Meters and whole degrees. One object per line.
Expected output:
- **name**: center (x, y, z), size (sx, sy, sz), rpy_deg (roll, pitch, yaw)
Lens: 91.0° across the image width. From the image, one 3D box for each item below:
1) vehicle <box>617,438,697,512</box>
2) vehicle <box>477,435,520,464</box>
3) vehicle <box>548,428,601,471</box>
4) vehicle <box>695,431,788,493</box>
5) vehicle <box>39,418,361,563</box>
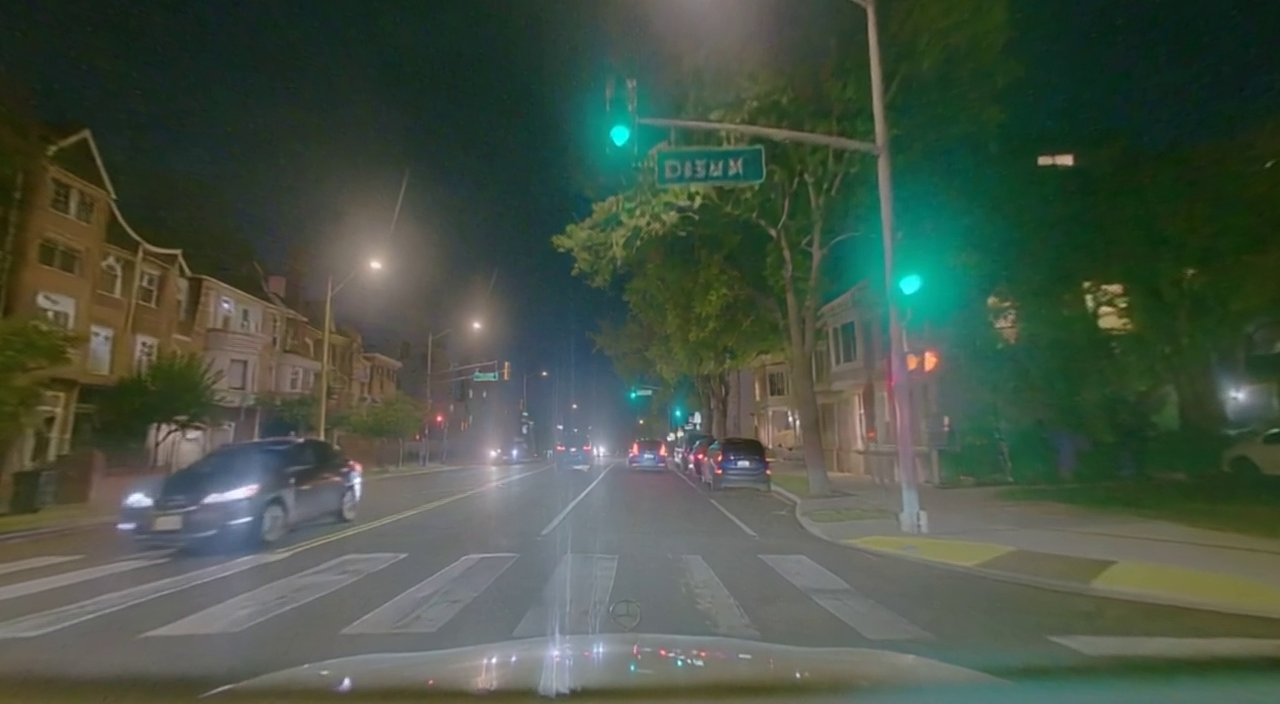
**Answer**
- **vehicle**: center (0.286, 2.654, 14.066), size (1.485, 1.385, 3.283), rpy_deg (2, -8, -3)
- **vehicle**: center (-9.348, 6.424, 41.861), size (1.850, 1.720, 4.237), rpy_deg (-2, -8, 0)
- **vehicle**: center (-2.971, 4.521, 29.380), size (1.983, 1.841, 4.013), rpy_deg (0, -8, 1)
- **vehicle**: center (2.856, 3.168, 18.607), size (1.905, 1.589, 4.028), rpy_deg (0, -8, -3)
- **vehicle**: center (-6.110, 1.909, 9.517), size (1.976, 1.689, 4.071), rpy_deg (0, -8, -2)
